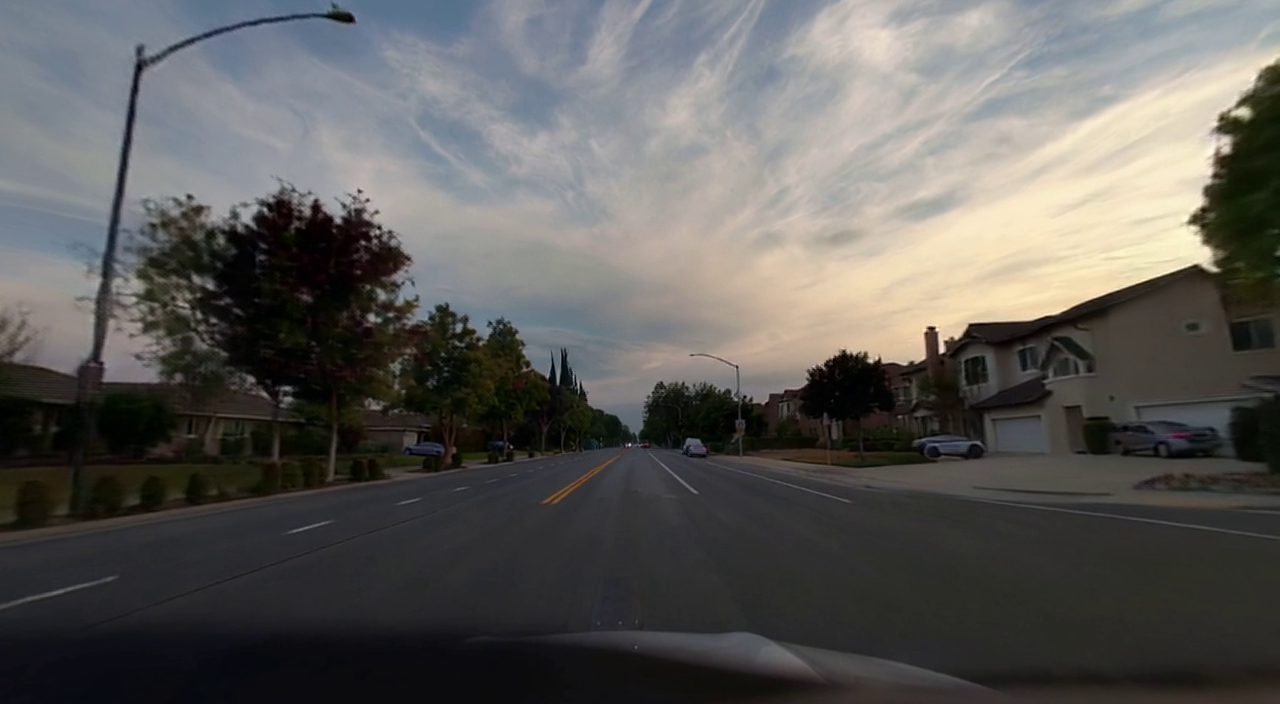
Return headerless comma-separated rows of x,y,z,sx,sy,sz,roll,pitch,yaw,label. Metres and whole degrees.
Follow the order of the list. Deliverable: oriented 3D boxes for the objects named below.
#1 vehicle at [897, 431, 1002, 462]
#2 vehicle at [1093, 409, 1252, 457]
16.486,5.065,33.803,4.443,1.497,2.168,-1,-8,1,vehicle
22.145,3.416,26.428,4.798,1.800,2.103,-8,-11,43,vehicle
